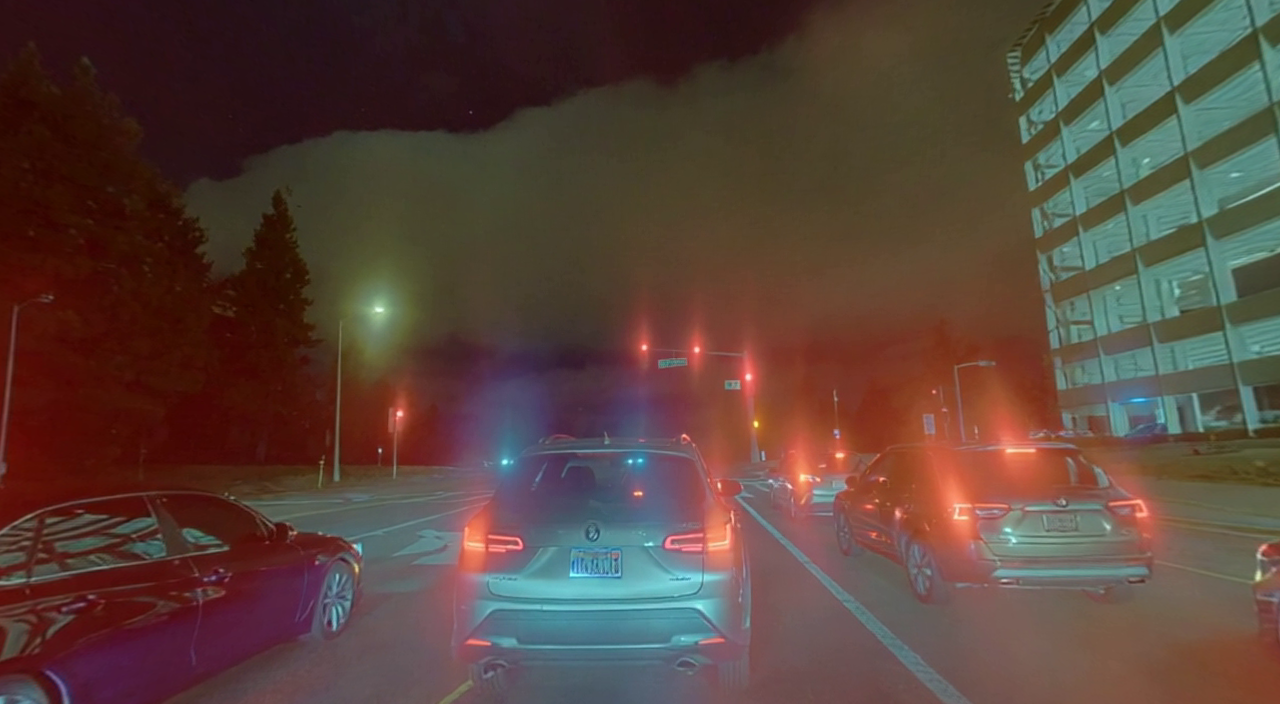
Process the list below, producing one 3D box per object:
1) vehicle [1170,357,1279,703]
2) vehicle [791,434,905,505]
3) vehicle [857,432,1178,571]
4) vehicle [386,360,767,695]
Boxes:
[{"bbox_3d":[4.059,0.600,1.113,1.993,1.719,4.953,0,-8,1],"label":"vehicle"},{"bbox_3d":[5.330,3.033,16.720,1.994,1.638,4.100,-1,-9,6],"label":"vehicle"},{"bbox_3d":[4.899,1.967,9.184,1.963,1.480,4.553,0,-8,2],"label":"vehicle"},{"bbox_3d":[-0.211,1.235,5.563,2.021,1.742,4.295,-1,-8,4],"label":"vehicle"}]
